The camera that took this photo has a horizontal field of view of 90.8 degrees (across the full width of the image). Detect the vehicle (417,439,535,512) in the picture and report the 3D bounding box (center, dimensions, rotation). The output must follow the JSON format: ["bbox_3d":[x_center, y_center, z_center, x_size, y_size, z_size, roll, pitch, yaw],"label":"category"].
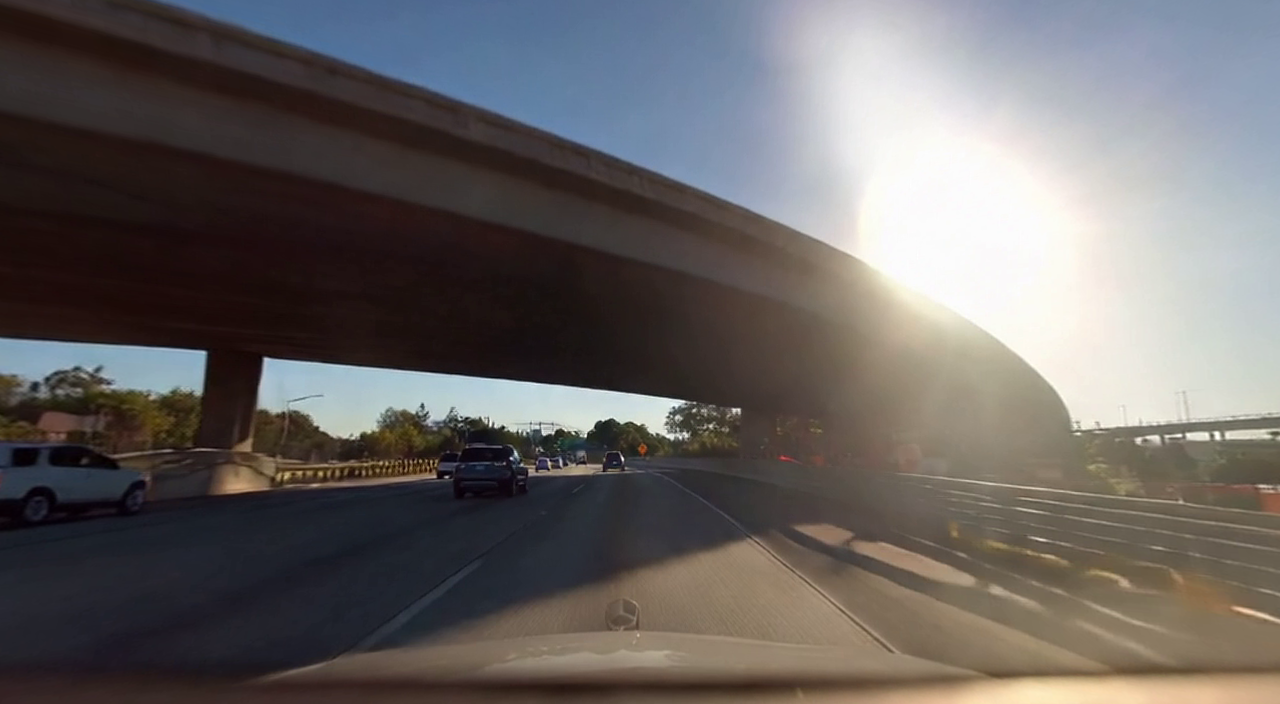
[{"bbox_3d":[-4.145,3.164,16.740,2.024,1.655,4.192,0,-8,-1],"label":"vehicle"}]

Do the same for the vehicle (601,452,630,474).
[{"bbox_3d":[-1.842,8.231,47.114,2.051,1.459,4.092,1,-8,-3],"label":"vehicle"}]

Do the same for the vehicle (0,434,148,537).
[{"bbox_3d":[-11.583,2.345,11.415,1.967,1.681,4.203,0,-8,-1],"label":"vehicle"}]
